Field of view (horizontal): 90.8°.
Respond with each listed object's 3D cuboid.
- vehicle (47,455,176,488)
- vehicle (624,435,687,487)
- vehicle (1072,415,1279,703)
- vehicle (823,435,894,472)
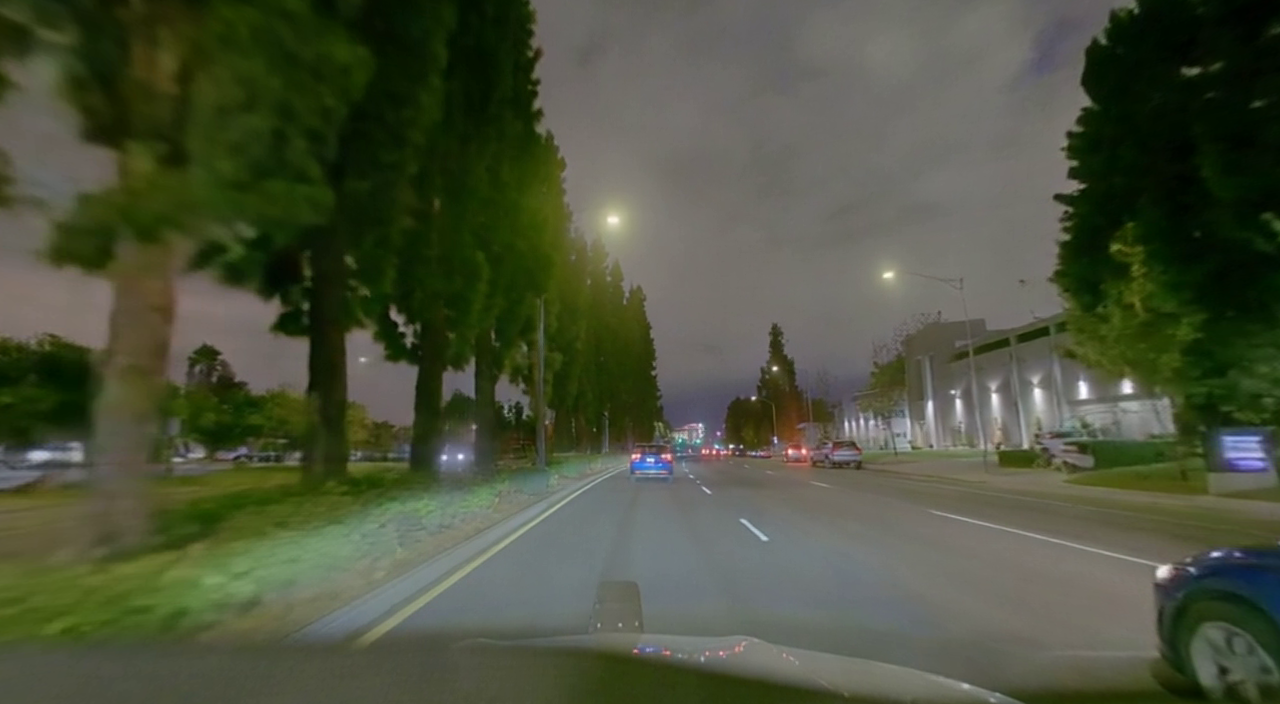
[{"bbox_3d":[-26.049,5.870,31.265,4.453,1.472,1.873,1,-9,-8],"label":"vehicle"},{"bbox_3d":[0.567,3.899,22.906,2.085,1.693,4.301,0,-8,2],"label":"vehicle"},{"bbox_3d":[3.513,0.810,1.488,1.918,1.418,4.360,0,-8,0],"label":"vehicle"},{"bbox_3d":[11.864,5.544,34.763,2.139,1.849,5.246,0,-8,1],"label":"vehicle"}]
